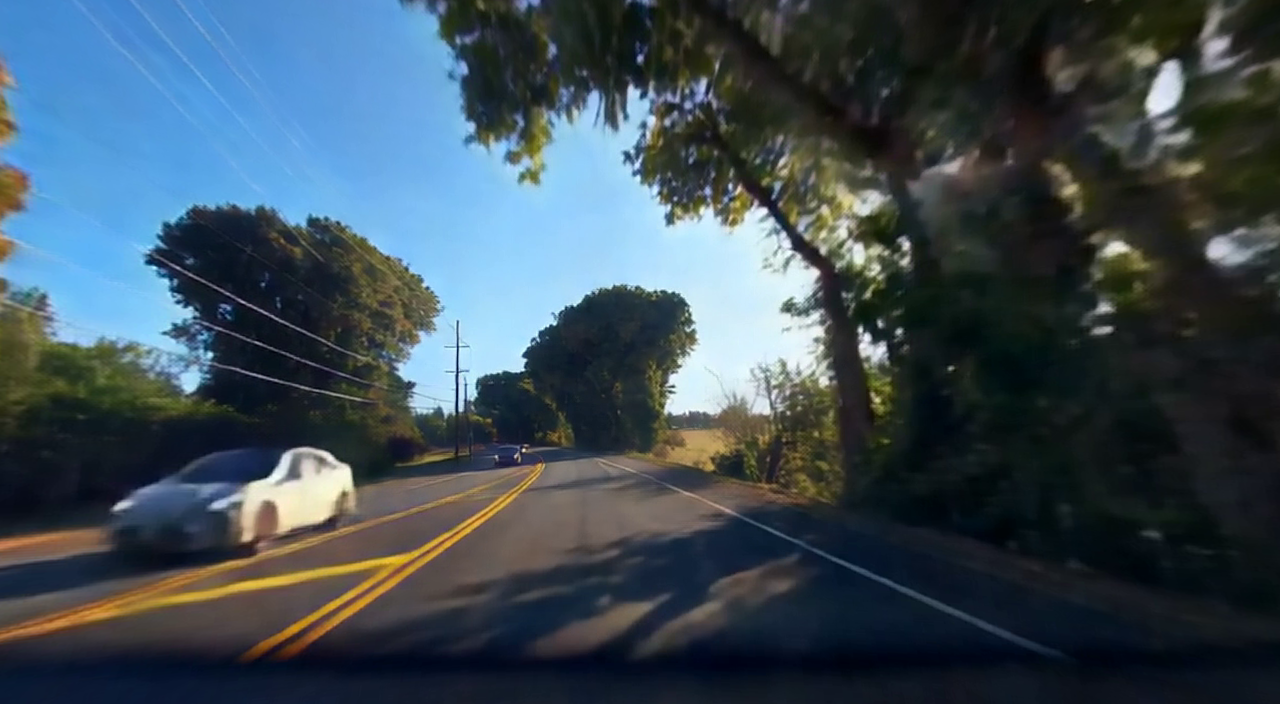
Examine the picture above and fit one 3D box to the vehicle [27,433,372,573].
[{"bbox_3d":[-7.422,2.558,11.816,2.397,1.932,5.703,0,-8,-1],"label":"vehicle"}]
